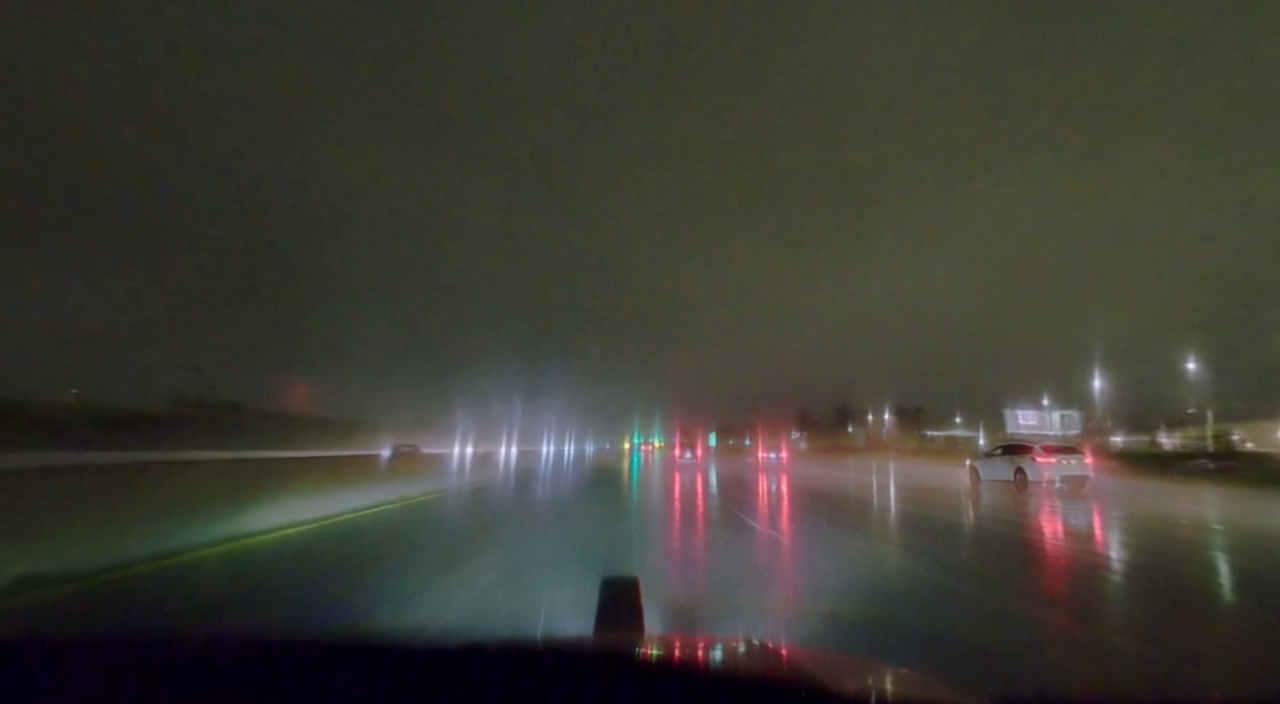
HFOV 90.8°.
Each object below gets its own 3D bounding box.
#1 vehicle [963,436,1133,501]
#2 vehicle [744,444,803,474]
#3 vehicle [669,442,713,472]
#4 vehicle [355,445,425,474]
[{"bbox_3d":[10.957,3.128,17.382,1.844,1.560,4.085,0,-9,-1],"label":"vehicle"},{"bbox_3d":[6.820,5.507,32.737,1.952,1.442,4.259,0,-9,-2],"label":"vehicle"},{"bbox_3d":[2.829,5.934,35.945,1.977,1.601,4.598,0,-9,-2],"label":"vehicle"},{"bbox_3d":[-14.509,6.223,37.009,2.113,1.491,5.013,0,-8,-1],"label":"vehicle"}]
